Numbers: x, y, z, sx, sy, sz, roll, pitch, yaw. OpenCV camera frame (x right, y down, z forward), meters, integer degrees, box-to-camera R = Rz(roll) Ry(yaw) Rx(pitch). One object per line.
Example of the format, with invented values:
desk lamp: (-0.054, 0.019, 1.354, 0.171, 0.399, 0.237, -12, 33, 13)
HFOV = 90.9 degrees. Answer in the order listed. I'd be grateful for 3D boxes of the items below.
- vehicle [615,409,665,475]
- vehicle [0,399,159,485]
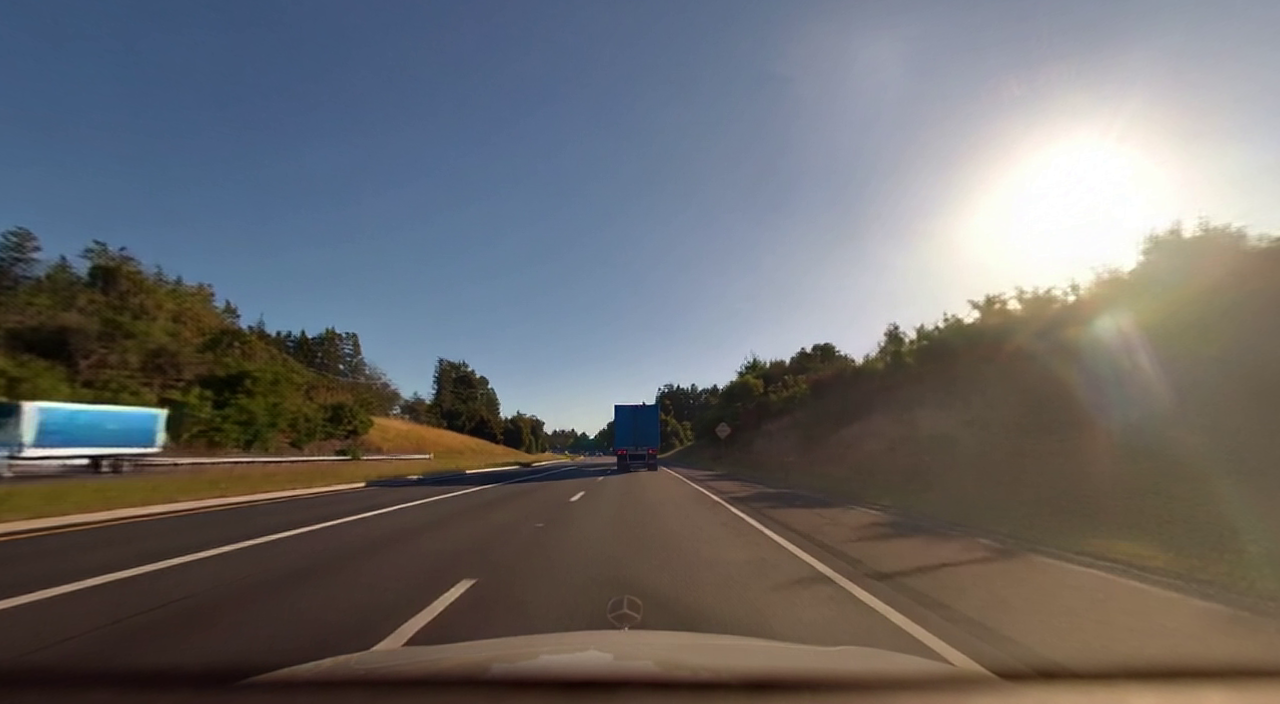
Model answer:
vehicle: (-0.002, 6.292, 43.700, 2.982, 3.947, 11.075, 0, -9, 0)
vehicle: (-22.770, 3.521, 24.313, 2.525, 2.836, 7.355, 0, -9, 0)
